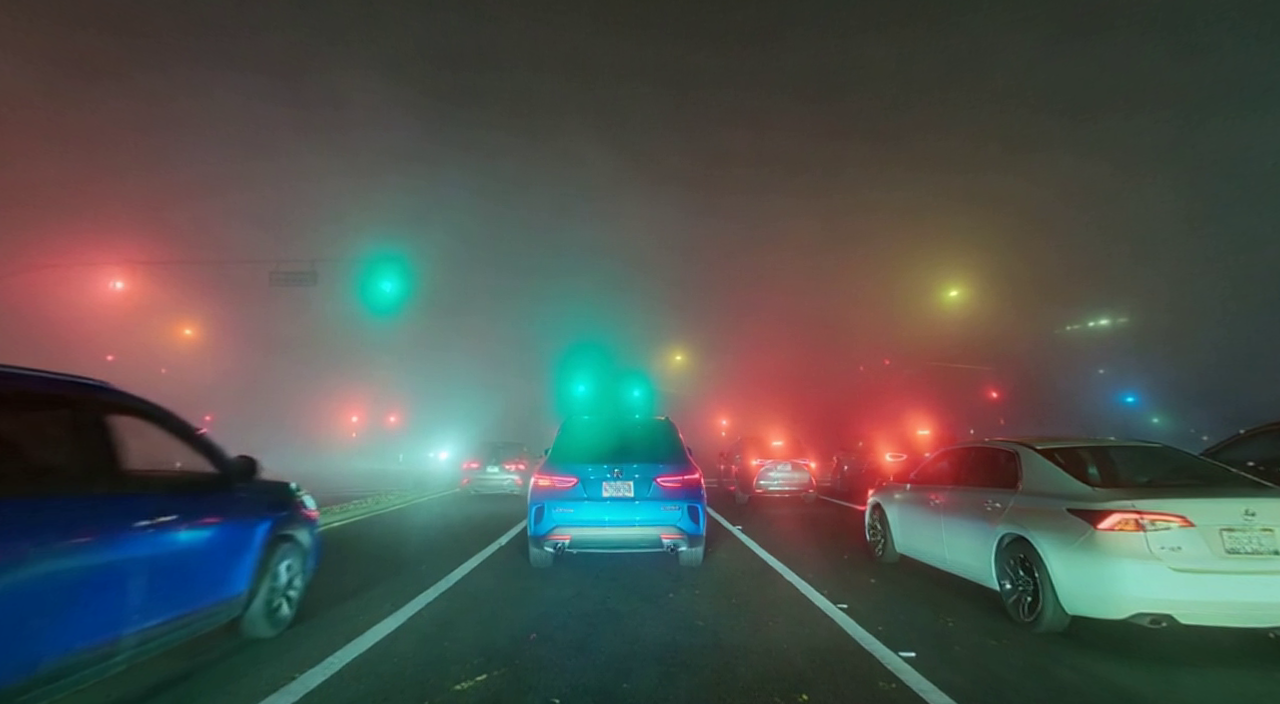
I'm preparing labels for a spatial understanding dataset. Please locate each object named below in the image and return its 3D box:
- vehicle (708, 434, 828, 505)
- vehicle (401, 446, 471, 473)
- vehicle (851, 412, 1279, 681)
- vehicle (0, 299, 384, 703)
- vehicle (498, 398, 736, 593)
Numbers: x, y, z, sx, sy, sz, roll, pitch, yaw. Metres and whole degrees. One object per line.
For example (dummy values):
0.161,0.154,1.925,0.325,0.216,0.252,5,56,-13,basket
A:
2.996,2.853,15.777,1.950,1.506,4.086,0,-8,-3,vehicle
-11.994,6.232,37.000,4.369,1.466,1.791,-7,-11,40,vehicle
3.621,1.394,5.701,1.861,1.478,4.185,0,-8,-2,vehicle
-3.279,0.827,2.824,2.186,1.794,4.972,0,-8,0,vehicle
-0.265,1.553,7.628,2.101,1.707,3.904,0,-8,-2,vehicle
